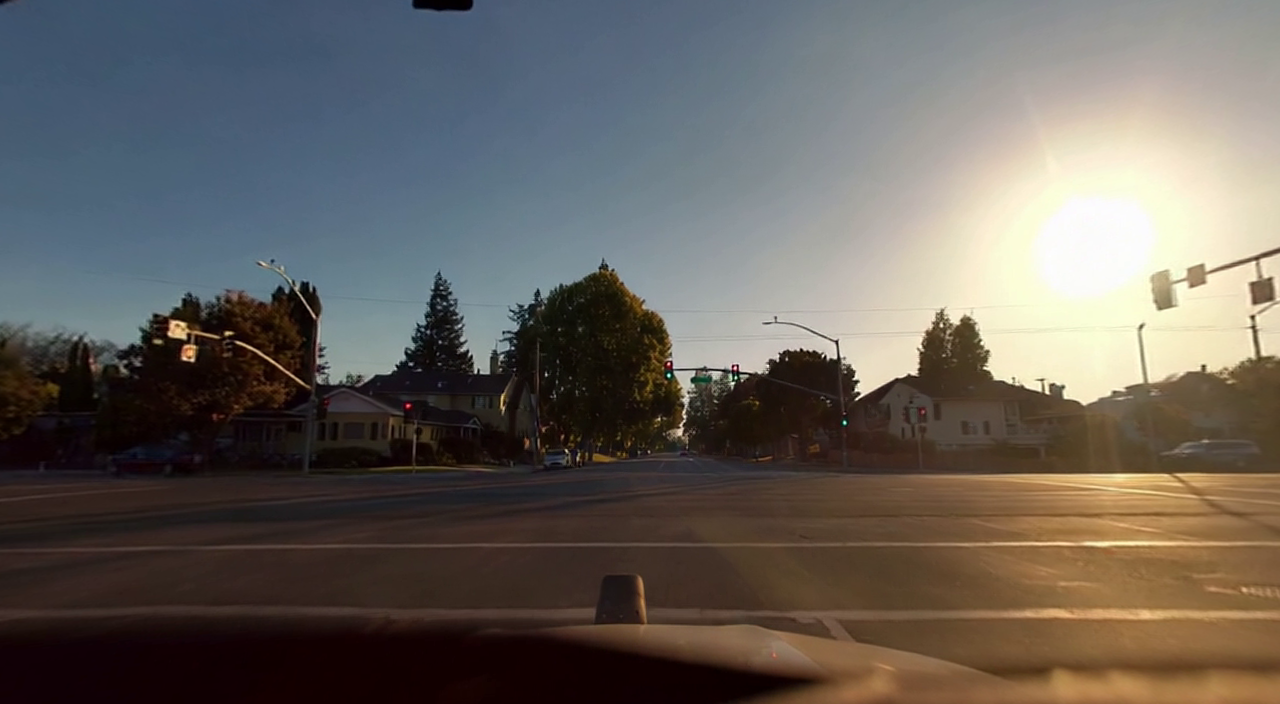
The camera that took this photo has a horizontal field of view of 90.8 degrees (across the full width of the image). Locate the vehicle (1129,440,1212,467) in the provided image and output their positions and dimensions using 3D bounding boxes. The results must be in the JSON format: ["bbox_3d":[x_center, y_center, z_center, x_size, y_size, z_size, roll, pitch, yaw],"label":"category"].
[{"bbox_3d":[36.888,7.067,44.114,1.853,1.723,4.460,0,-8,0],"label":"vehicle"}]

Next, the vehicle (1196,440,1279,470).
[{"bbox_3d":[37.684,6.347,39.137,1.915,1.773,4.499,1,-9,-9],"label":"vehicle"}]

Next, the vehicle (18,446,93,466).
[{"bbox_3d":[-44.173,7.876,47.782,3.949,1.422,1.744,-1,-8,2],"label":"vehicle"}]

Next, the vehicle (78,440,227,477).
[{"bbox_3d":[-19.911,4.361,25.965,4.560,1.463,1.858,0,-9,1],"label":"vehicle"}]
